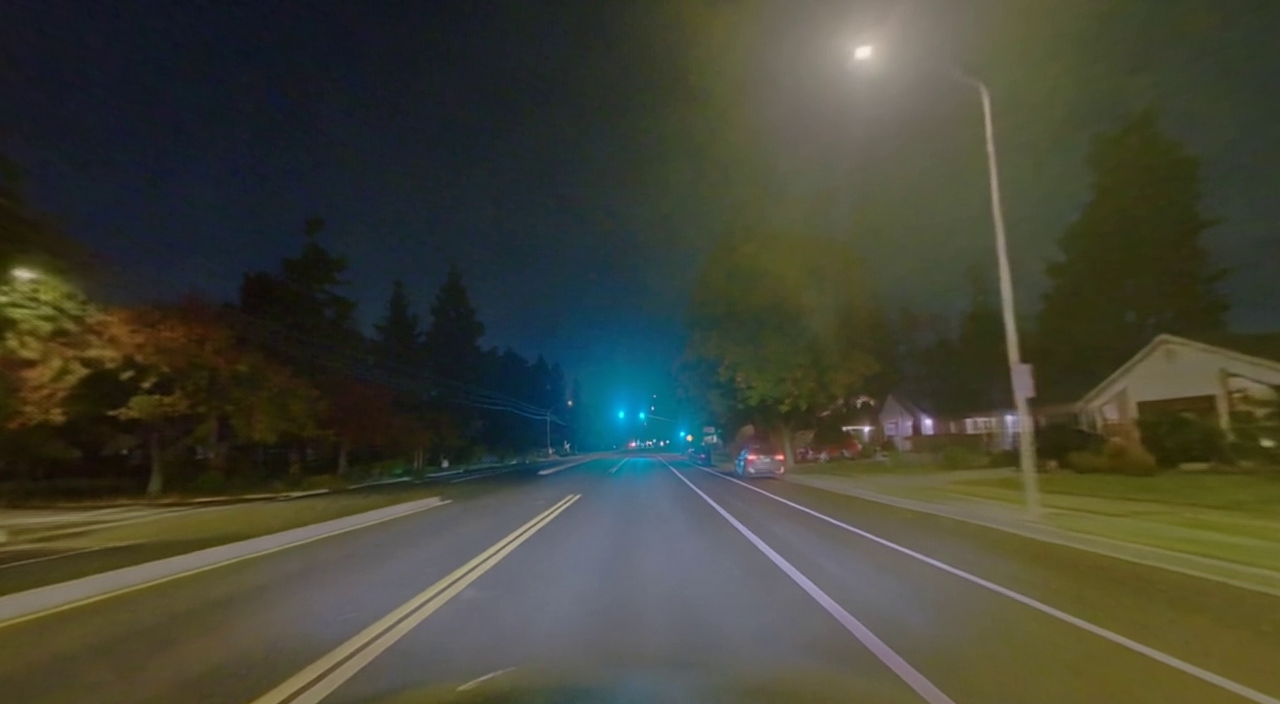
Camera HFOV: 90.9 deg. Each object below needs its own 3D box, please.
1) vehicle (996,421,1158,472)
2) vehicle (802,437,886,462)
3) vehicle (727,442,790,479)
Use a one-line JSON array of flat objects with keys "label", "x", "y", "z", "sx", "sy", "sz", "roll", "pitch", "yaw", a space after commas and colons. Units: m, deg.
[{"label": "vehicle", "x": 14.036, "y": 3.064, "z": 20.453, "sx": 3.745, "sy": 1.540, "sz": 1.951, "roll": 0, "pitch": -8, "yaw": 1}, {"label": "vehicle", "x": 12.396, "y": 5.949, "z": 38.534, "sx": 4.502, "sy": 1.470, "sz": 1.839, "roll": 0, "pitch": -8, "yaw": -1}, {"label": "vehicle", "x": 5.265, "y": 4.879, "z": 28.675, "sx": 2.032, "sy": 1.478, "sz": 5.040, "roll": 0, "pitch": -8, "yaw": 2}]
